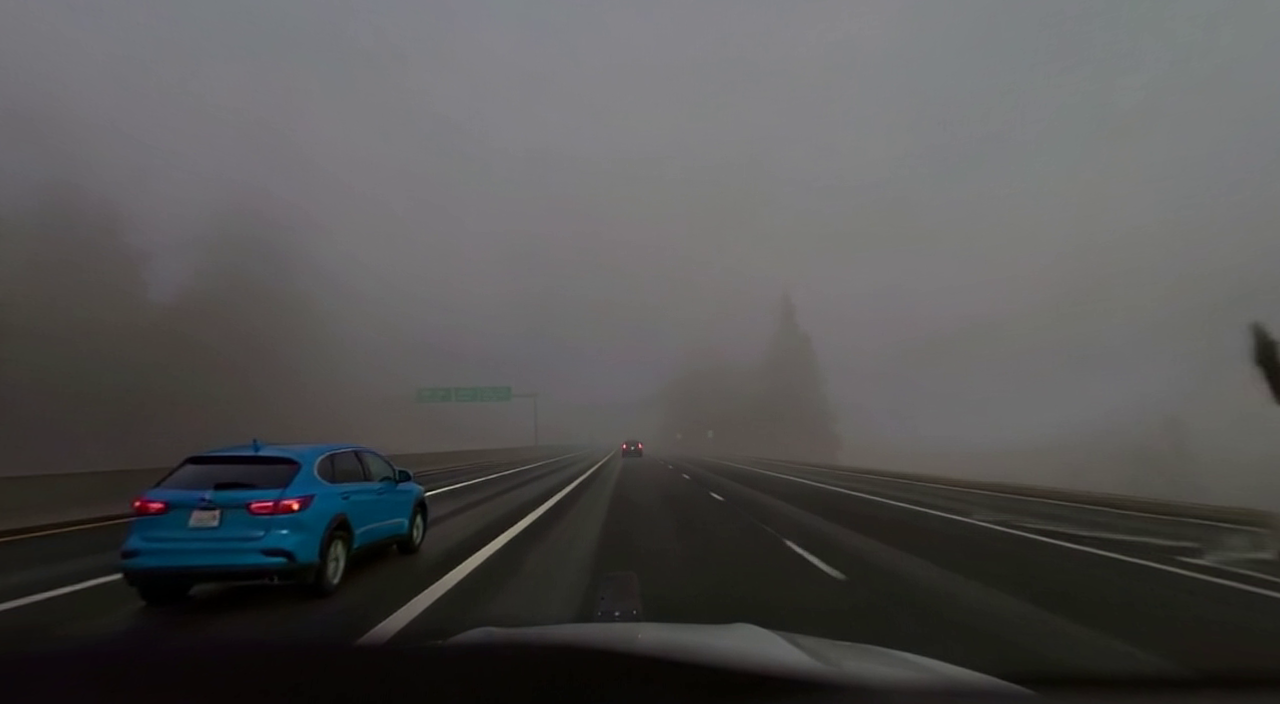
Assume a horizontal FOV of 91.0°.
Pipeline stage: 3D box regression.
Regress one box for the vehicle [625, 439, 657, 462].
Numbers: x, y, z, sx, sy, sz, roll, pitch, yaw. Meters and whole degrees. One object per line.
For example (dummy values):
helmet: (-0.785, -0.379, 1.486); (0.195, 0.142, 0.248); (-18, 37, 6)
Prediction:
vehicle: (-0.011, 6.637, 42.489); (2.028, 1.440, 3.690); (0, -8, -2)
